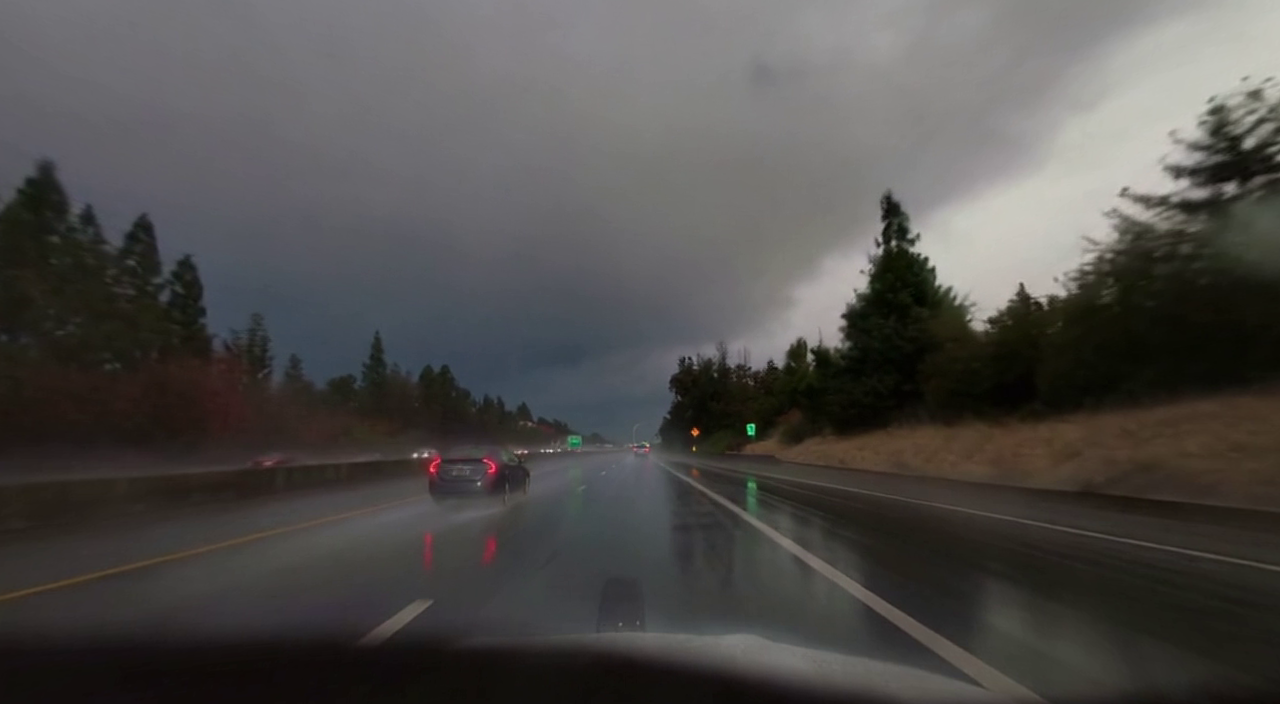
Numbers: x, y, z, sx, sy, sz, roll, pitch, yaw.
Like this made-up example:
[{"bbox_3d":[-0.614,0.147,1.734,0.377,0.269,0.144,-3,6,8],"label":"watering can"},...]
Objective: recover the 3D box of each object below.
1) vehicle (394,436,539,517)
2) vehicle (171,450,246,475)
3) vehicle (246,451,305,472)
[{"bbox_3d":[-3.682,2.727,14.361,2.050,1.547,4.266,0,-9,0],"label":"vehicle"},{"bbox_3d":[-32.550,8.312,47.831,1.999,1.728,5.171,0,-9,0],"label":"vehicle"},{"bbox_3d":[-28.064,8.432,48.789,1.799,1.513,4.499,0,-9,1],"label":"vehicle"}]
